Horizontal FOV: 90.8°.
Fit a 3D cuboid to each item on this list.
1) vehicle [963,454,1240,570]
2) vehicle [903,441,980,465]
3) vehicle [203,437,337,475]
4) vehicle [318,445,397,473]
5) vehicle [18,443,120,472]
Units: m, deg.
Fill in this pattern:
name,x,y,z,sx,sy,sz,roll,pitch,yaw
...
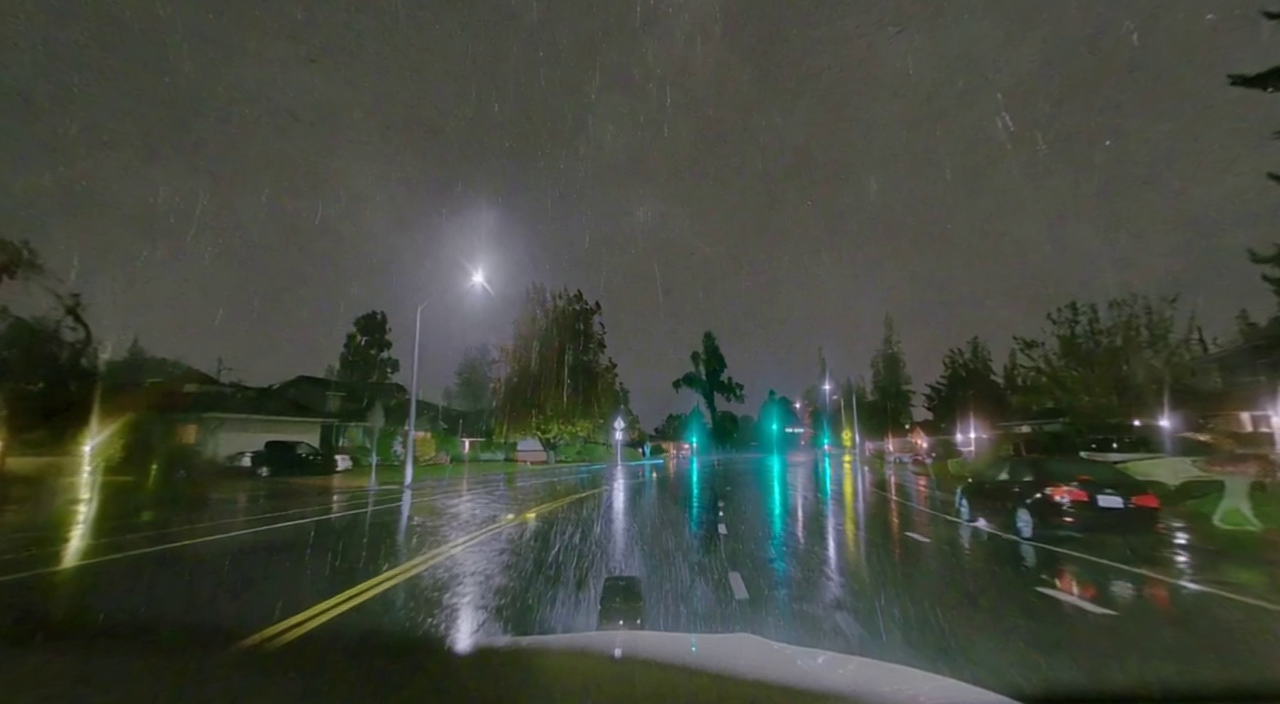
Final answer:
name,x,y,z,sx,sy,sz,roll,pitch,yaw
vehicle,7.985,2.726,11.670,1.999,1.518,4.609,3,-9,5
vehicle,23.512,7.913,49.428,4.854,1.803,2.179,-2,-9,9
vehicle,-17.933,5.109,30.826,2.076,1.703,5.095,-9,-14,44
vehicle,-16.020,6.085,36.052,1.786,1.500,4.021,-3,-10,18
vehicle,-31.354,5.781,34.806,1.650,1.513,3.717,-3,-9,16
